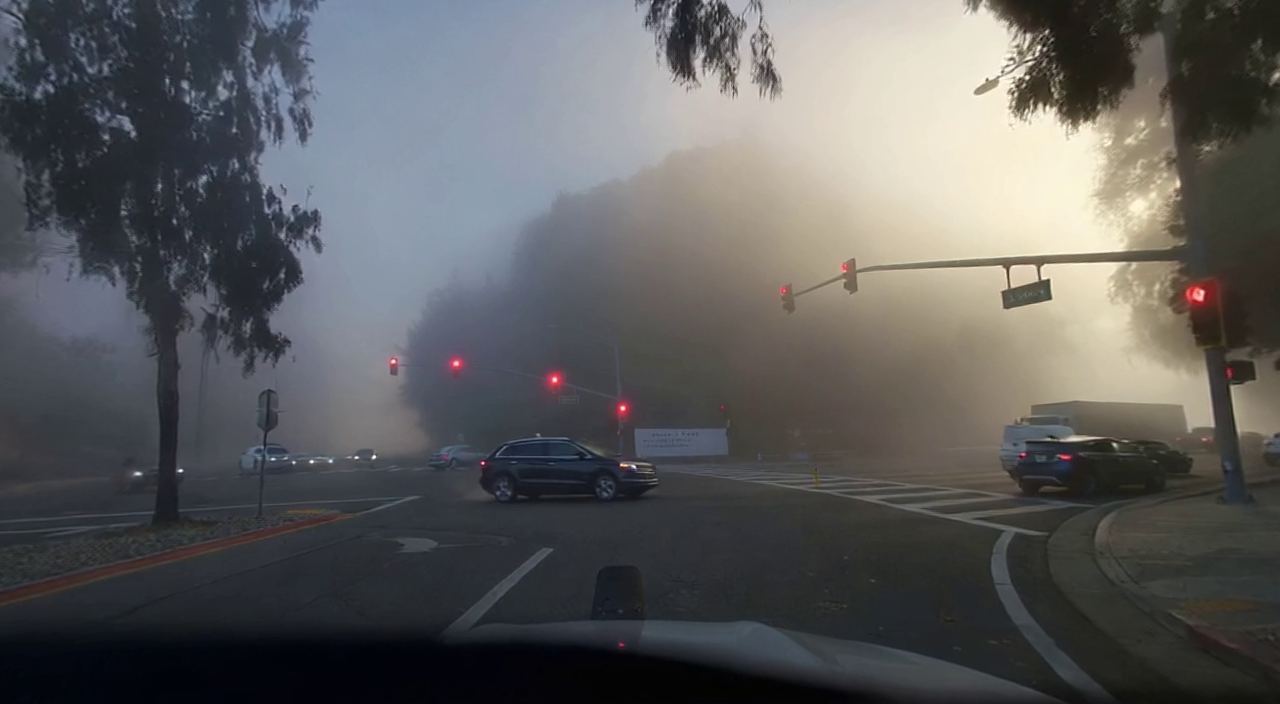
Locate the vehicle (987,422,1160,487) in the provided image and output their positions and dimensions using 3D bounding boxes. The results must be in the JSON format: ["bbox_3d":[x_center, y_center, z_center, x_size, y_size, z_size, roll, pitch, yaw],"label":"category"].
[{"bbox_3d":[13.096,3.061,19.099,4.619,1.759,2.101,4,-10,-25],"label":"vehicle"}]

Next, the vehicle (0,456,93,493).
[{"bbox_3d":[-31.184,6.262,32.639,2.142,1.723,4.692,1,-9,-9],"label":"vehicle"}]

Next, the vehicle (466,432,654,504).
[{"bbox_3d":[-1.947,2.890,15.936,4.281,1.621,1.903,-3,-9,15],"label":"vehicle"}]

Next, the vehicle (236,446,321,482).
[{"bbox_3d":[-21.439,6.609,37.839,2.358,1.937,5.896,1,-9,-8],"label":"vehicle"}]

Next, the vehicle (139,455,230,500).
[{"bbox_3d":[-17.238,4.692,24.157,1.957,1.471,4.728,4,-10,-26],"label":"vehicle"}]

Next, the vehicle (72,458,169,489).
[{"bbox_3d":[-28.366,6.608,34.706,1.965,1.448,4.553,1,-9,-8],"label":"vehicle"}]
